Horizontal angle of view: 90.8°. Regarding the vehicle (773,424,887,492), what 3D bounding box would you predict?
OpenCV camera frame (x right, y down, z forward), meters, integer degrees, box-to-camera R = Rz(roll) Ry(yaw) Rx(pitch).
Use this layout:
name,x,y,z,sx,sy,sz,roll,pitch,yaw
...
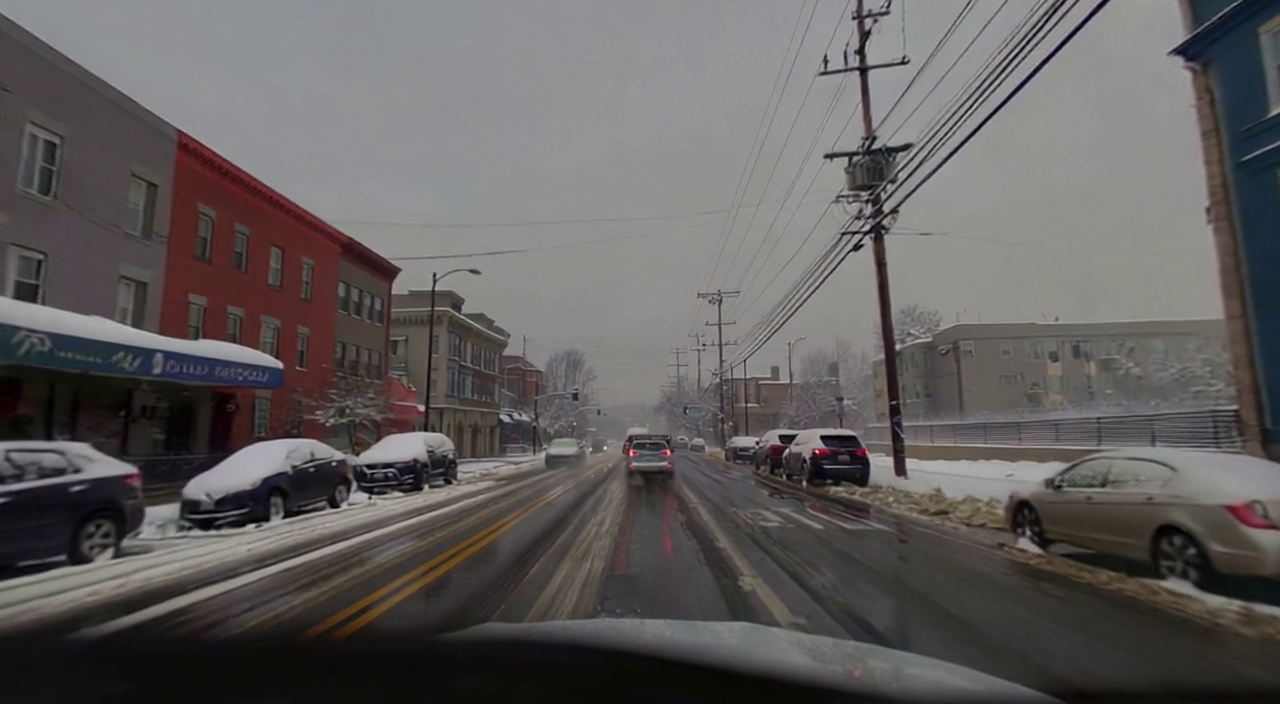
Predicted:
name,x,y,z,sx,sy,sz,roll,pitch,yaw
vehicle,6.445,3.691,22.370,2.203,2.052,5.975,0,-8,0

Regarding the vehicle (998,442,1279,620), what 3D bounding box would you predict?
name,x,y,z,sx,sy,sz,roll,pitch,yaw
vehicle,6.557,1.908,7.746,1.842,1.561,4.084,0,-8,-1

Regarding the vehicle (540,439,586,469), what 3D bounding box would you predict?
name,x,y,z,sx,sy,sz,roll,pitch,yaw
vehicle,-4.160,5.568,34.663,1.944,1.515,4.428,0,-8,0

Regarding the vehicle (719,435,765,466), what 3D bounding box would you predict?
name,x,y,z,sx,sy,sz,roll,pitch,yaw
vehicle,6.753,6.611,42.392,2.197,1.917,5.637,0,-8,1

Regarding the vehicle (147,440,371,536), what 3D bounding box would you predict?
name,x,y,z,sx,sy,sz,roll,pitch,yaw
vehicle,-7.264,2.564,12.701,1.928,1.552,4.234,0,-8,-1

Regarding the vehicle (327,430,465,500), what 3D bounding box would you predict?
name,x,y,z,sx,sy,sz,roll,pitch,yaw
vehicle,-7.254,3.377,19.523,2.095,1.847,5.290,0,-8,1

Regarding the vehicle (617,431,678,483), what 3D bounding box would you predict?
name,x,y,z,sx,sy,sz,roll,pitch,yaw
vehicle,0.288,3.665,22.233,1.980,1.635,3.795,0,-8,1

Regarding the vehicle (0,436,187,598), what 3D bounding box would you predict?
name,x,y,z,sx,sy,sz,roll,pitch,yaw
vehicle,-7.294,1.658,6.362,1.884,1.582,4.837,0,-7,0
